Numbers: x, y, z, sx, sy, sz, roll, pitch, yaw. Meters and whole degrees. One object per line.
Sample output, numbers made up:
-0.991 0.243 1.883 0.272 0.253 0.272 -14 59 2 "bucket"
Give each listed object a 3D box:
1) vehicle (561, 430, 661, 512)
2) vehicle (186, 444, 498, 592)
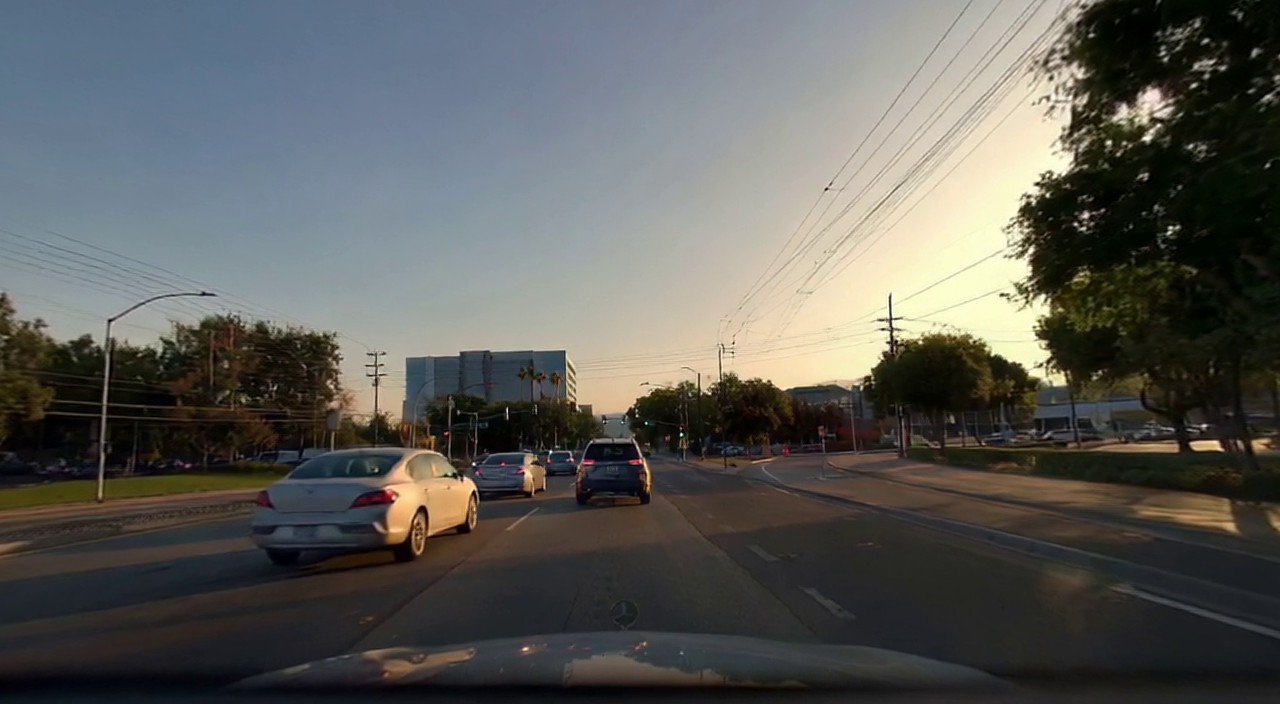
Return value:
-0.677 3.017 16.430 2.276 1.850 3.897 0 -8 -1 "vehicle"
-3.504 2.000 8.608 2.064 1.464 4.373 0 -8 1 "vehicle"
